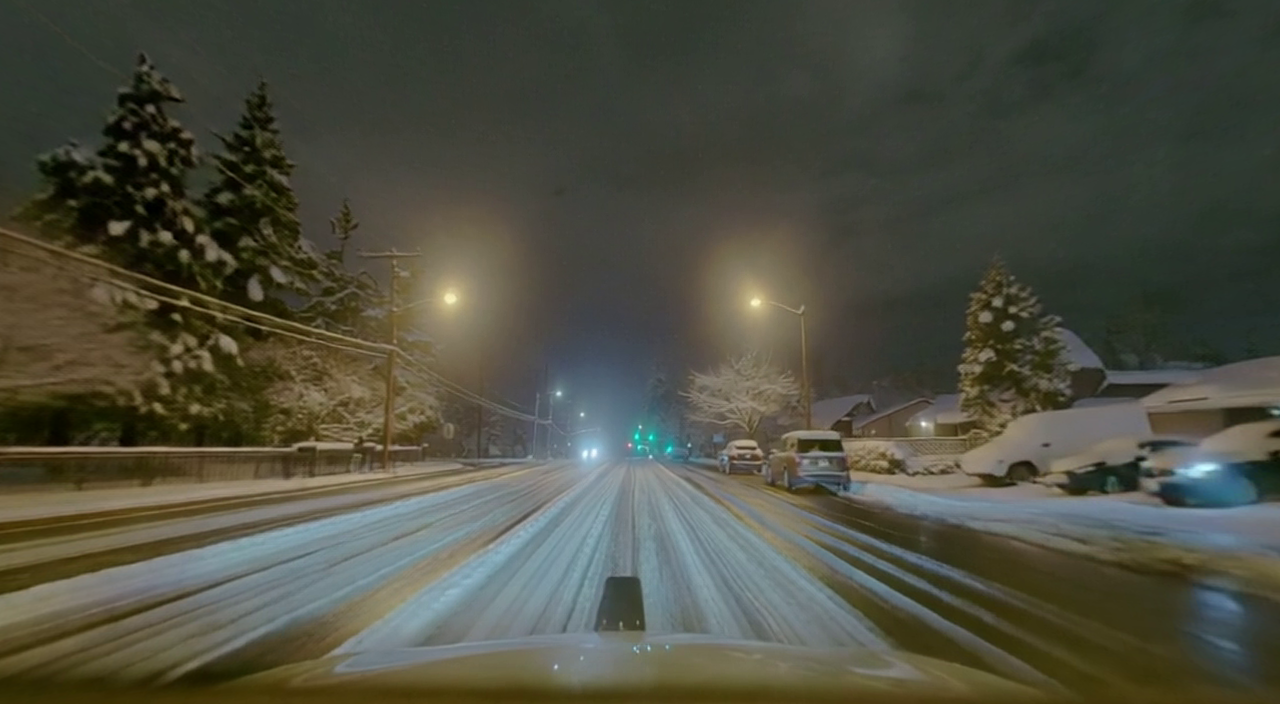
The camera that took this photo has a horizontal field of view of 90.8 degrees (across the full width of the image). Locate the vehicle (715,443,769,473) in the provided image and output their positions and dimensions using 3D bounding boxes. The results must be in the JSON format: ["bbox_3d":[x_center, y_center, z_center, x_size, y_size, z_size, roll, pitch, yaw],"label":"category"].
[{"bbox_3d":[5.994,6.307,37.704,2.282,1.566,4.705,-1,-9,-2],"label":"vehicle"}]

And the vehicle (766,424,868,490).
[{"bbox_3d":[6.348,3.850,23.506,2.275,2.132,5.726,0,-9,2],"label":"vehicle"}]

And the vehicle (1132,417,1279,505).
[{"bbox_3d":[14.374,2.435,14.296,4.637,1.842,2.016,-1,-9,2],"label":"vehicle"}]

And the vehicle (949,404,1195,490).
[{"bbox_3d":[15.768,3.506,23.501,6.969,2.929,2.793,0,-8,0],"label":"vehicle"}]
